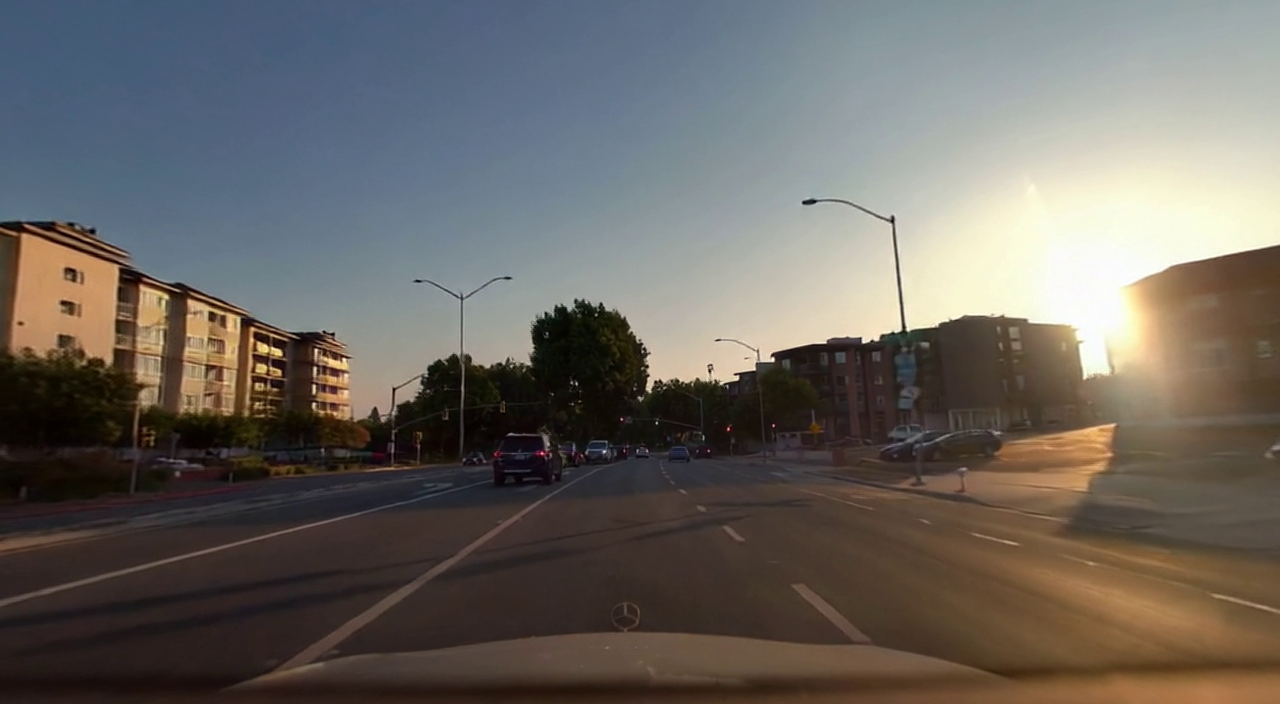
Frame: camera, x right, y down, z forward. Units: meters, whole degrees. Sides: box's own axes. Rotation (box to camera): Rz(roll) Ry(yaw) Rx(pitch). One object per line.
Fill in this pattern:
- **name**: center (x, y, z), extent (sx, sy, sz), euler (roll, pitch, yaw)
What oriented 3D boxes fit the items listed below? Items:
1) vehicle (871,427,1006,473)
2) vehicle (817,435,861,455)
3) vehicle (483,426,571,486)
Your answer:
- **vehicle**: center (11.745, 3.902, 25.229), extent (4.399, 1.722, 2.202), euler (-2, -9, 12)
- **vehicle**: center (14.926, 6.987, 47.563), extent (1.865, 1.425, 4.439), euler (0, -9, 0)
- **vehicle**: center (-3.922, 3.732, 22.886), extent (2.220, 1.888, 4.904), euler (0, -9, 0)
